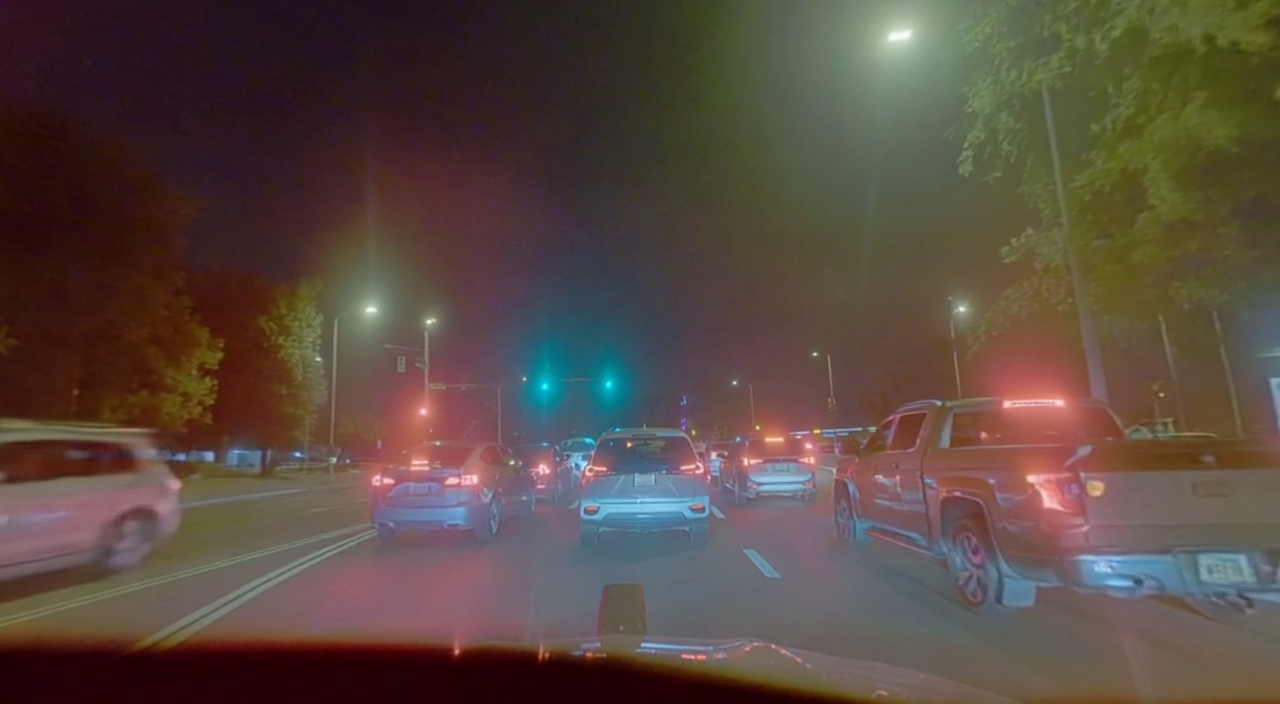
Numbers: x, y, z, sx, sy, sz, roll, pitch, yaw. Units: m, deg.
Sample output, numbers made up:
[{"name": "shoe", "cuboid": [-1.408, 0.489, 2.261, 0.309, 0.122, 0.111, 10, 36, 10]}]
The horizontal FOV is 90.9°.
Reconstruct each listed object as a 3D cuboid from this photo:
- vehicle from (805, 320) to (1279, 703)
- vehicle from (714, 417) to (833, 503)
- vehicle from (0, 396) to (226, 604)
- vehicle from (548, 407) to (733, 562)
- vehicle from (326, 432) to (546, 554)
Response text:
[{"name": "vehicle", "cuboid": [3.410, 1.215, 5.675, 2.317, 1.857, 5.940, 0, -9, 1]}, {"name": "vehicle", "cuboid": [3.654, 3.112, 18.567, 2.408, 2.100, 5.668, 0, -9, 2]}, {"name": "vehicle", "cuboid": [-6.952, 1.465, 6.487, 2.159, 1.885, 4.661, 0, -9, 0]}, {"name": "vehicle", "cuboid": [0.063, 1.811, 9.260, 2.113, 1.768, 3.901, 0, -9, 2]}, {"name": "vehicle", "cuboid": [-2.878, 2.087, 10.062, 2.023, 1.494, 4.259, 0, -9, 1]}]
